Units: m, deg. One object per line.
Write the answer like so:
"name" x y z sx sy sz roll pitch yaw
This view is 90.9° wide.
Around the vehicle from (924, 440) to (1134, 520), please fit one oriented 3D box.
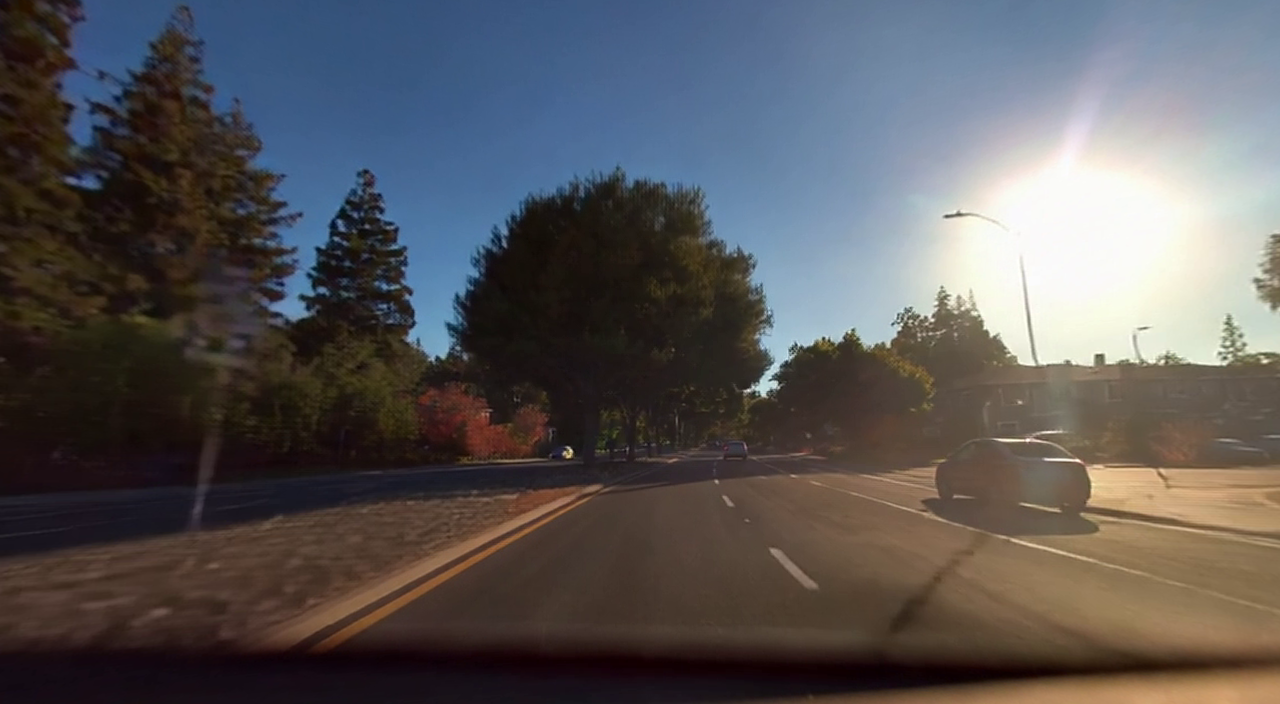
"vehicle" 8.149 2.676 13.817 1.855 1.444 4.389 -1 -8 1
